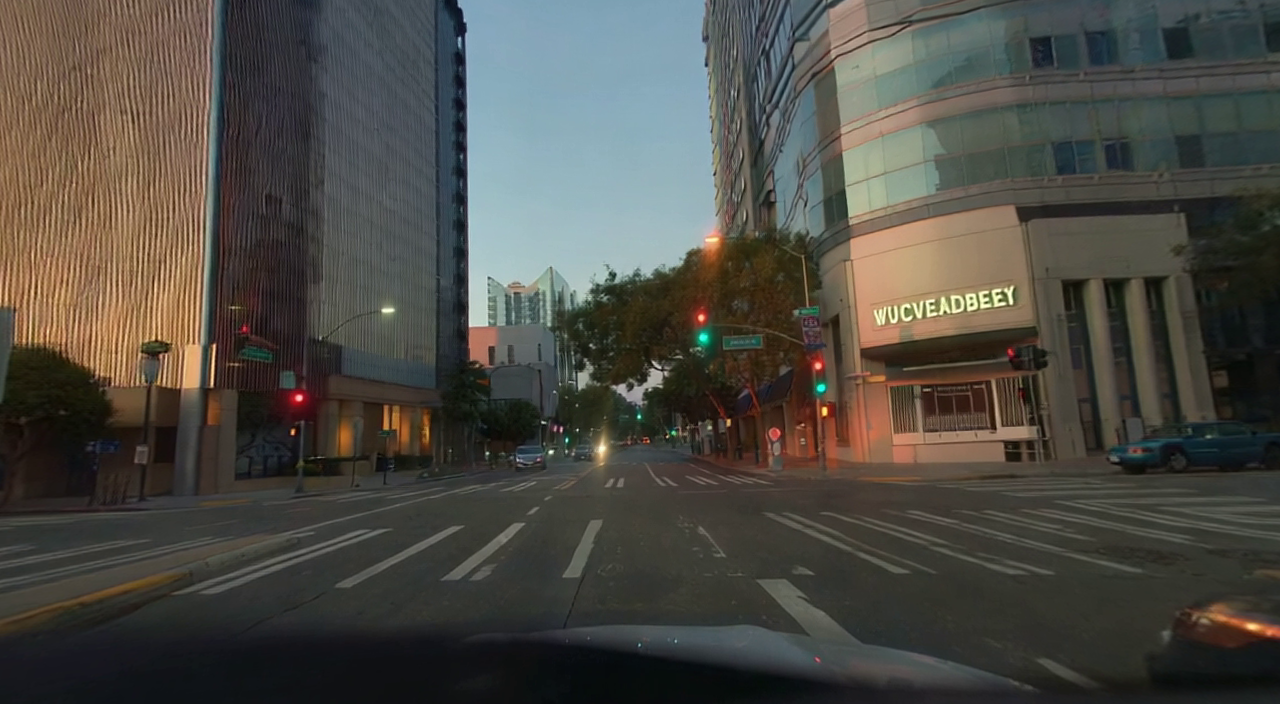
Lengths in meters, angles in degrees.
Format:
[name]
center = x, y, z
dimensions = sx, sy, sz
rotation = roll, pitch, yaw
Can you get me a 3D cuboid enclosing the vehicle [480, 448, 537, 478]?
[vehicle]
center = -6.930, 5.885, 33.731
dimensions = 1.893, 1.451, 4.276
rotation = -1, -9, 3
